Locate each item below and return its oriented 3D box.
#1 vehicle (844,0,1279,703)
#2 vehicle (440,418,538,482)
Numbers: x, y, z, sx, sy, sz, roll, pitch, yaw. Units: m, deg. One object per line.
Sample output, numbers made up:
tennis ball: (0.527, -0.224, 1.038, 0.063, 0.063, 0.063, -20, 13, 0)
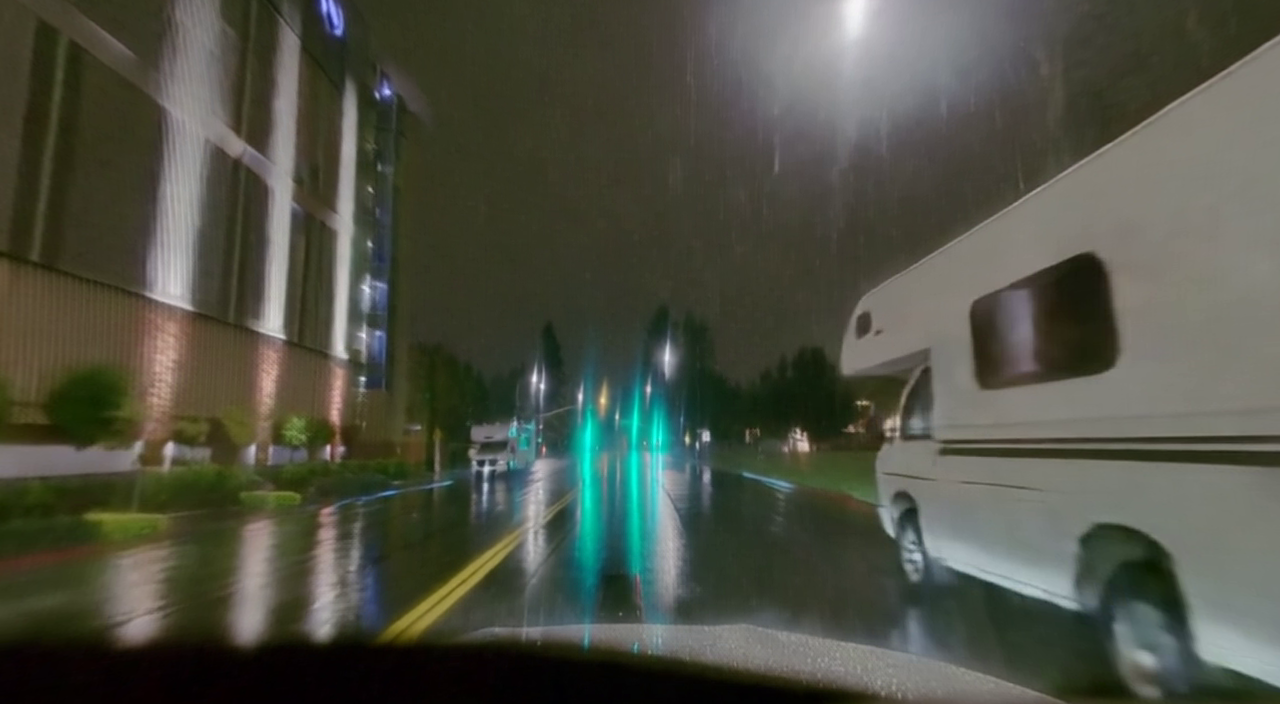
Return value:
vehicle: (3.746, 0.082, 1.932, 3.074, 3.099, 8.805, 1, -8, -2)
vehicle: (-7.251, 4.810, 31.597, 3.108, 2.771, 7.999, 0, -8, -1)
